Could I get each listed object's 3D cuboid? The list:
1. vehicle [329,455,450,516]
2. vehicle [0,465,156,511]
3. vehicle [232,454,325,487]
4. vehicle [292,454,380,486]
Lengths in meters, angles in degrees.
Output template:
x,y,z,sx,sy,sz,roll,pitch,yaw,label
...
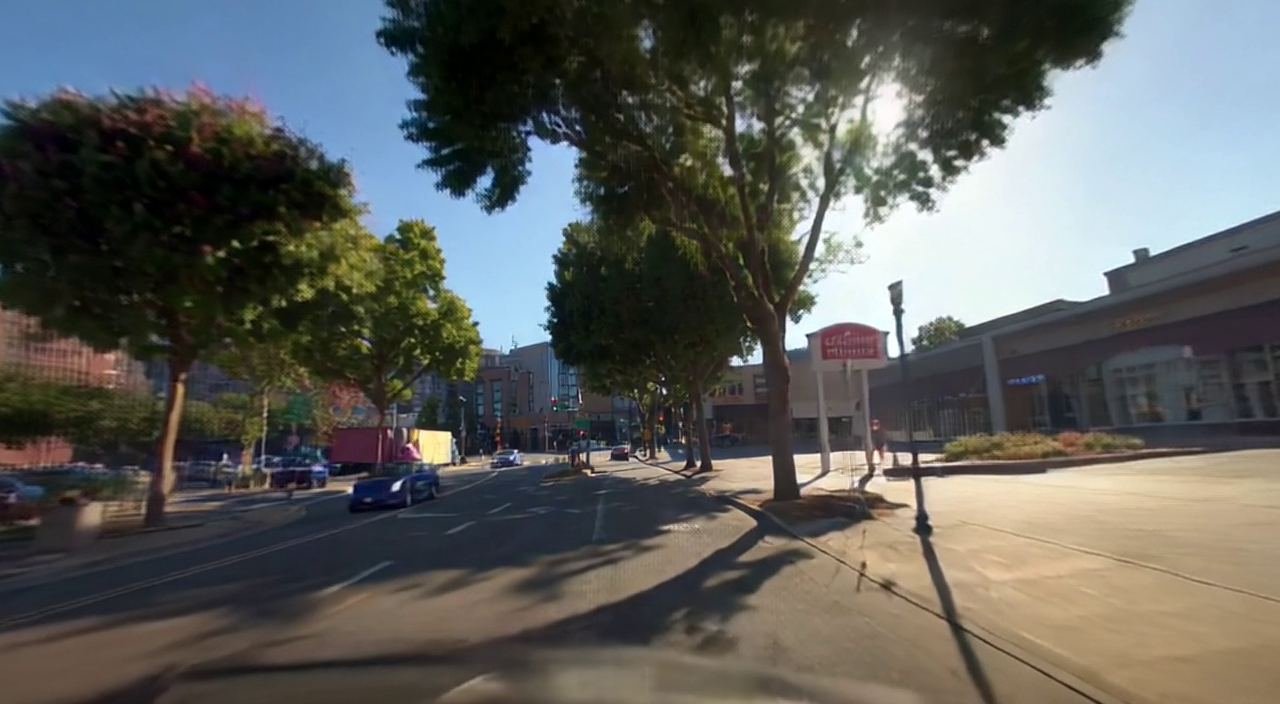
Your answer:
x,y,z,sx,sy,sz,roll,pitch,yaw,label
-7.328,3.922,19.036,1.899,1.517,4.384,0,-9,-1,vehicle
-22.022,5.268,24.782,1.928,1.490,4.462,-4,-9,16,vehicle
-21.686,7.106,38.116,2.025,1.756,4.749,-2,-9,15,vehicle
-18.161,7.005,37.985,2.101,1.721,4.587,-3,-9,17,vehicle
